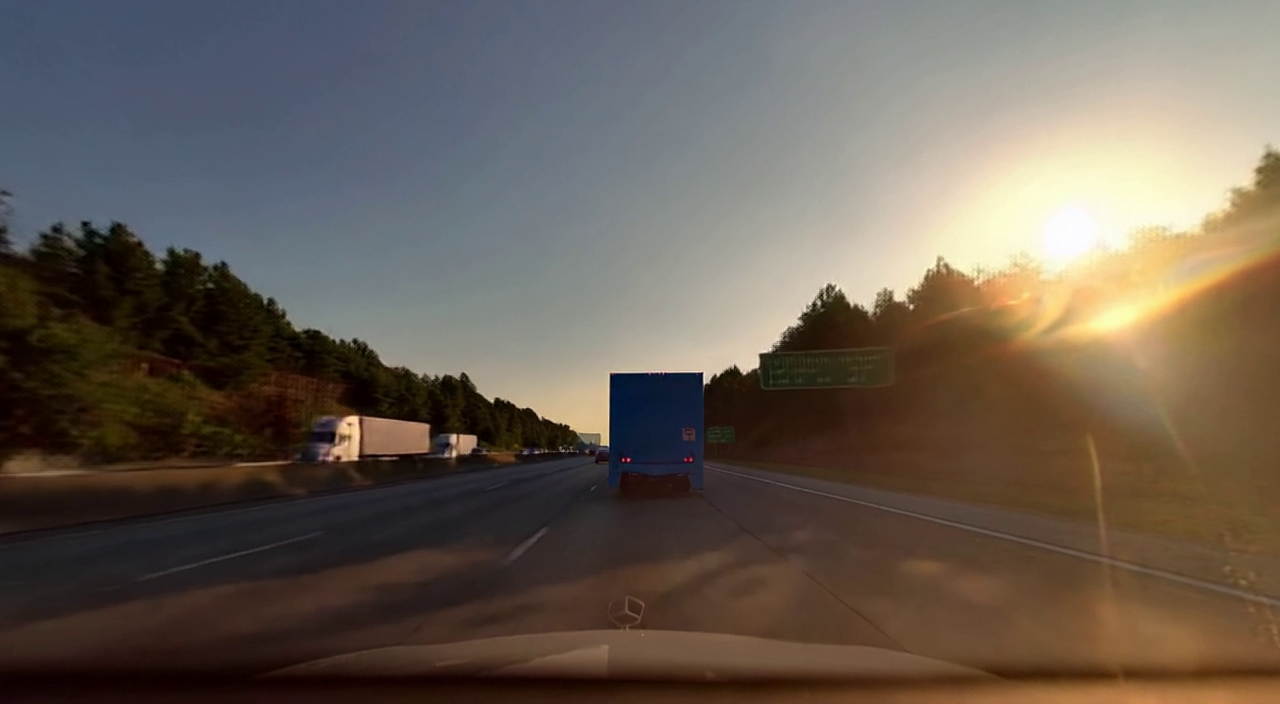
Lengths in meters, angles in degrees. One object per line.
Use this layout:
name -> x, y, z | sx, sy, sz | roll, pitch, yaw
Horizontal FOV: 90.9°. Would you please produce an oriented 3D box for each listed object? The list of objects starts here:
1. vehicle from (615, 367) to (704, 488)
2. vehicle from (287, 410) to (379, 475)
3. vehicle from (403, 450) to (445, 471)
vehicle -> 0.603, 3.224, 25.832 | 2.898, 3.973, 10.063 | 0, -9, 0
vehicle -> -20.009, 5.991, 41.555 | 2.939, 3.903, 5.958 | 0, -9, 0
vehicle -> -15.872, 7.974, 46.536 | 1.774, 1.419, 3.615 | 0, -9, 1
